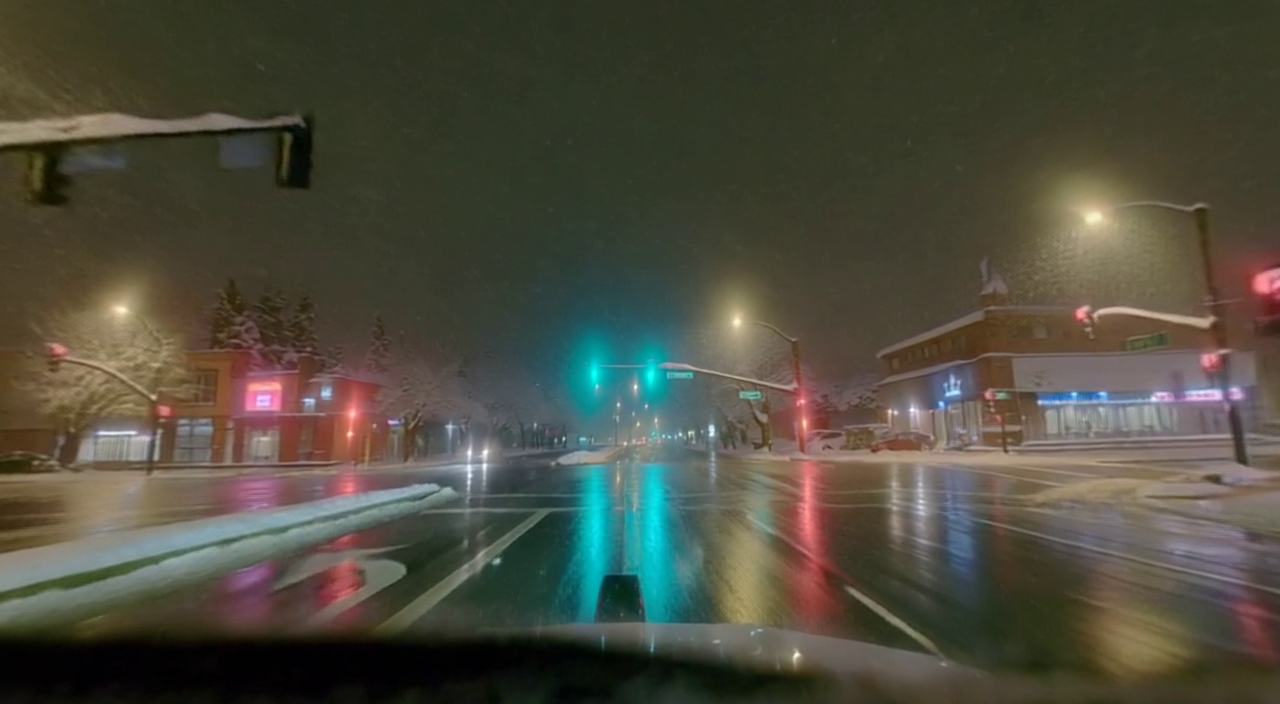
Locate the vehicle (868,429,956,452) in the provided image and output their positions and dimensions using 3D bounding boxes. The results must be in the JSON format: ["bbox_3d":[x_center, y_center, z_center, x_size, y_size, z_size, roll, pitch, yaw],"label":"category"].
[{"bbox_3d":[21.029,6.912,49.051,5.587,1.689,2.605,0,-8,-3],"label":"vehicle"}]
